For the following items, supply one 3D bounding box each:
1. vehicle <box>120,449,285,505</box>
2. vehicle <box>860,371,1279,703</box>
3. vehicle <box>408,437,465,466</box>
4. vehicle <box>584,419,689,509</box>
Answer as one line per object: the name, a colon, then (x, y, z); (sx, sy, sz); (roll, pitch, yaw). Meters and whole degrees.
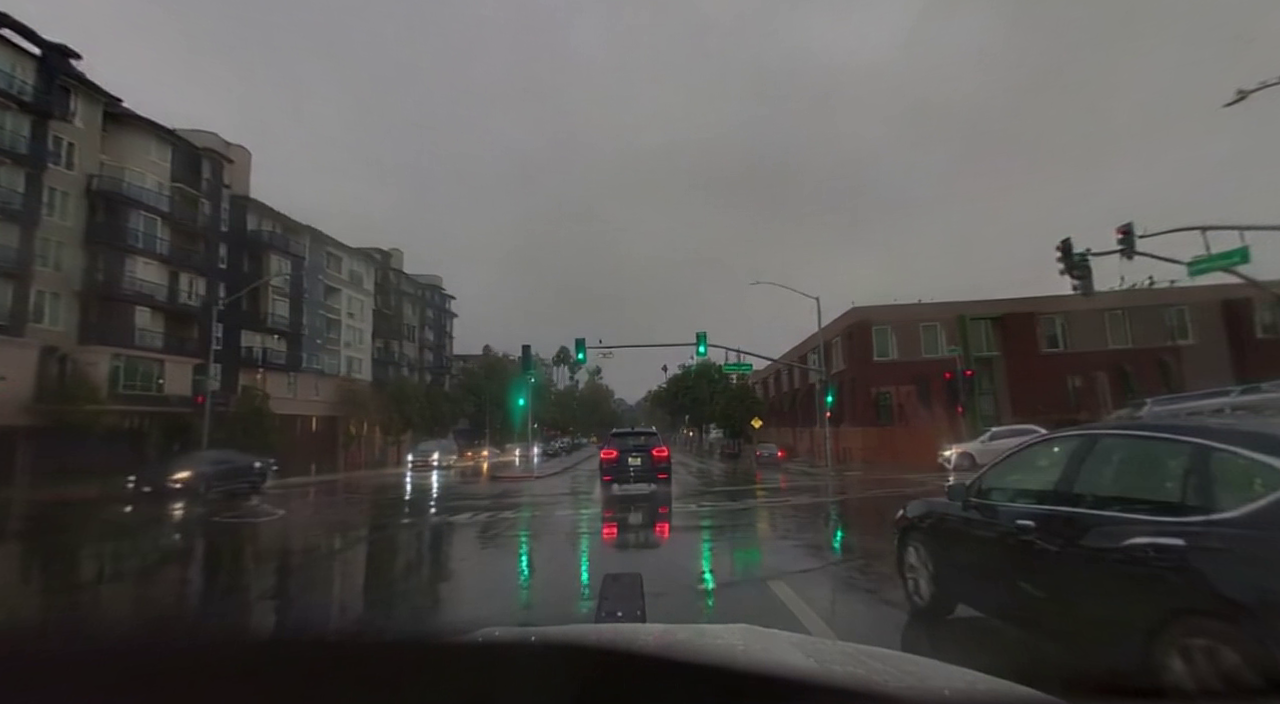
vehicle: (-13.288, 3.778, 19.613); (1.943, 1.487, 4.472); (0, -8, -1)
vehicle: (3.171, 1.157, 4.174); (1.906, 1.608, 4.137); (0, -8, 0)
vehicle: (-13.034, 6.366, 40.777); (1.964, 1.712, 5.236); (0, -8, 0)
vehicle: (-0.029, 2.753, 16.009); (2.206, 1.858, 5.332); (-1, -8, 1)
